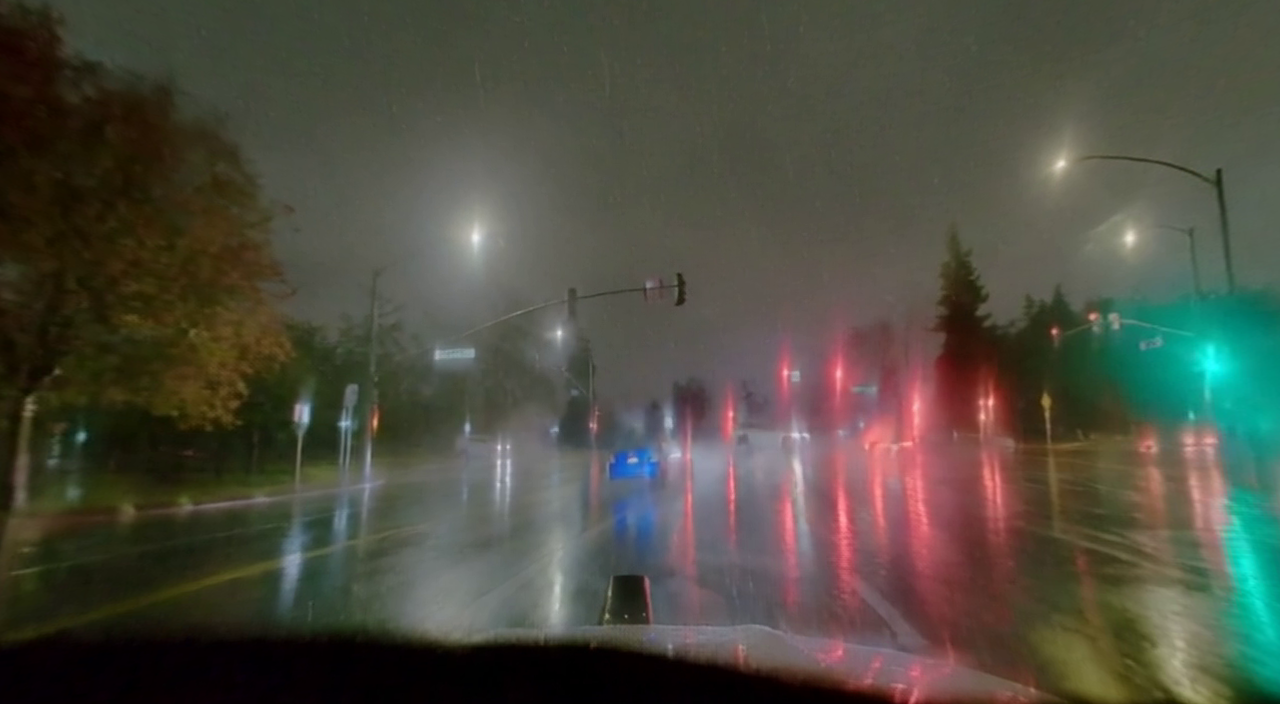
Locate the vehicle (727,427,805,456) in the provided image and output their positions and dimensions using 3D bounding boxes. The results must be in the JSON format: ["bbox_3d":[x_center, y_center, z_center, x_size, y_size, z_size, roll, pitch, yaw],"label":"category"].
[{"bbox_3d":[7.599,5.445,38.074,4.406,1.661,1.857,-3,-9,17],"label":"vehicle"}]

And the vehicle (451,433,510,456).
[{"bbox_3d":[-11.964,6.991,47.415,3.952,1.568,1.788,-4,-8,15],"label":"vehicle"}]

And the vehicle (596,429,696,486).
[{"bbox_3d":[0.313,3.242,19.622,2.055,1.573,4.065,-2,-9,16],"label":"vehicle"}]
